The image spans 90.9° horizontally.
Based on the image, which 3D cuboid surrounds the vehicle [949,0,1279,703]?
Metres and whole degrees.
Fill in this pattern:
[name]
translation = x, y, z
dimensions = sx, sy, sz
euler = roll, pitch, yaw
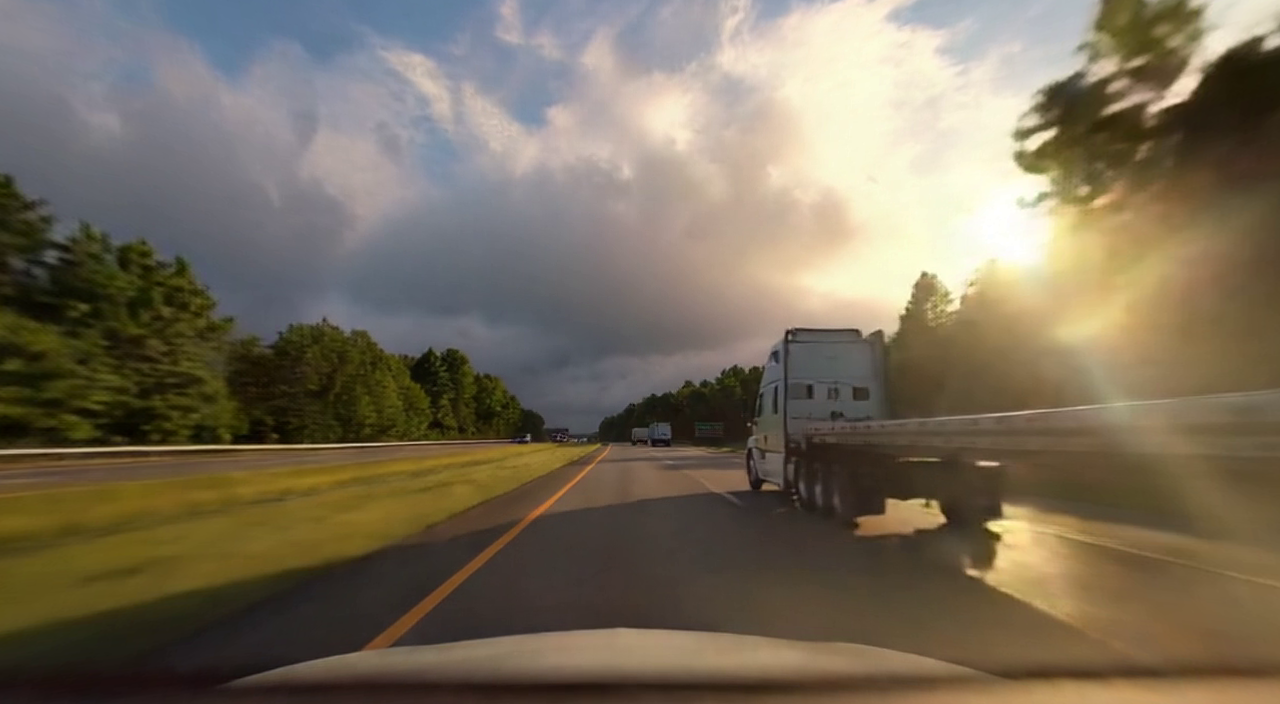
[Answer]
[vehicle]
translation = 4.334, -0.433, 1.327
dimensions = 2.861, 3.991, 8.583
euler = 0, -8, -1
